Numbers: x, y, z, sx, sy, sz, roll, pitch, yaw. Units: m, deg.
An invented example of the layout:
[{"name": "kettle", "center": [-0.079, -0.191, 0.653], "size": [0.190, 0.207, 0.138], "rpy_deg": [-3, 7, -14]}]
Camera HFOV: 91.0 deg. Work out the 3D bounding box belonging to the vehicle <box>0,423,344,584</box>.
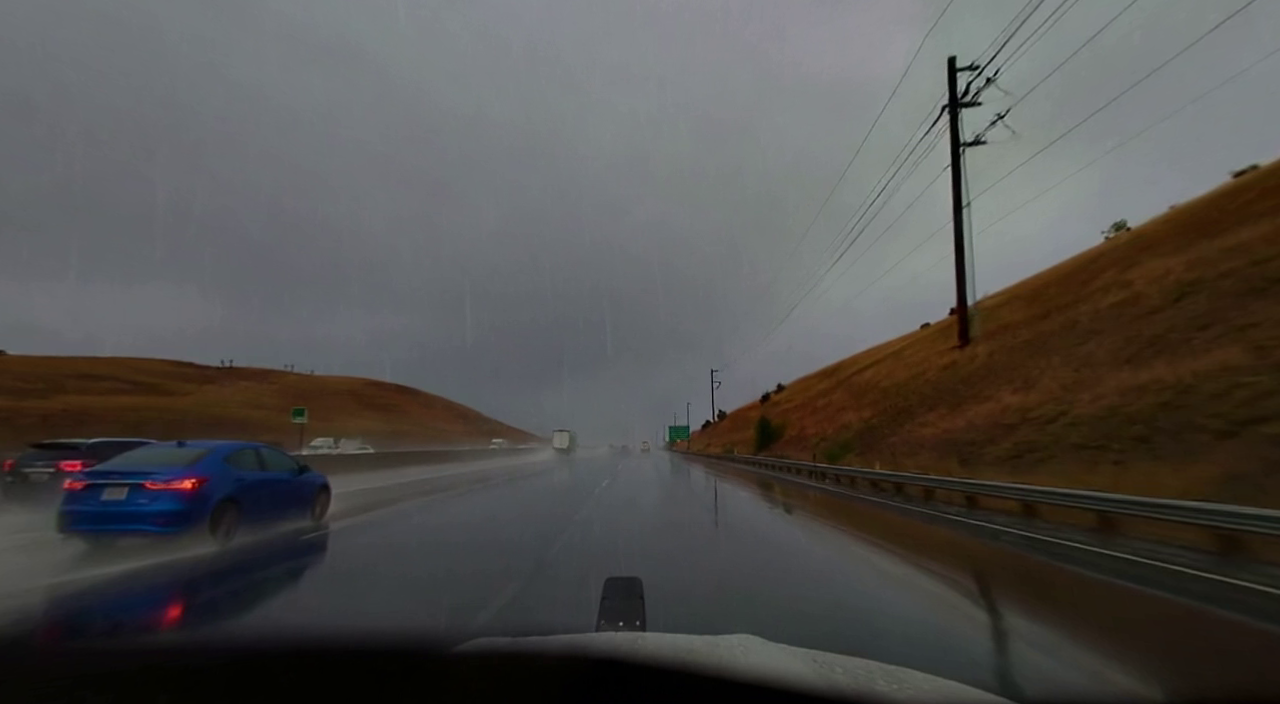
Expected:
[{"name": "vehicle", "center": [-5.967, 1.747, 8.197], "size": [1.955, 1.469, 4.554], "rpy_deg": [0, -8, 1]}]
